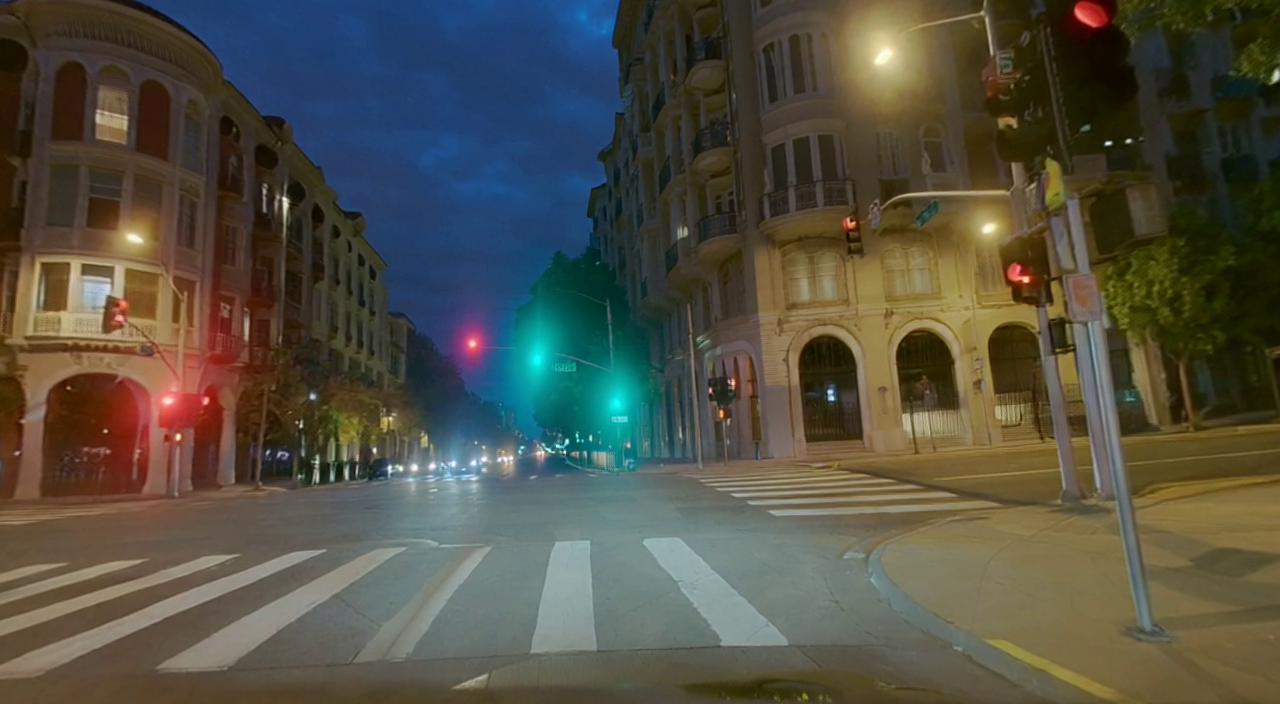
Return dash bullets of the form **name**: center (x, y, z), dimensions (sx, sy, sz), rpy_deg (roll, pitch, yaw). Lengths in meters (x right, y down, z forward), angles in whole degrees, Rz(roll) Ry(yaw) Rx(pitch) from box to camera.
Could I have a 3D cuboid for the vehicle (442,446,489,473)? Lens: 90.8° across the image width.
- **vehicle**: center (-10.452, 6.468, 38.153), dimensions (2.196, 1.503, 4.371), rpy_deg (1, -8, -8)
